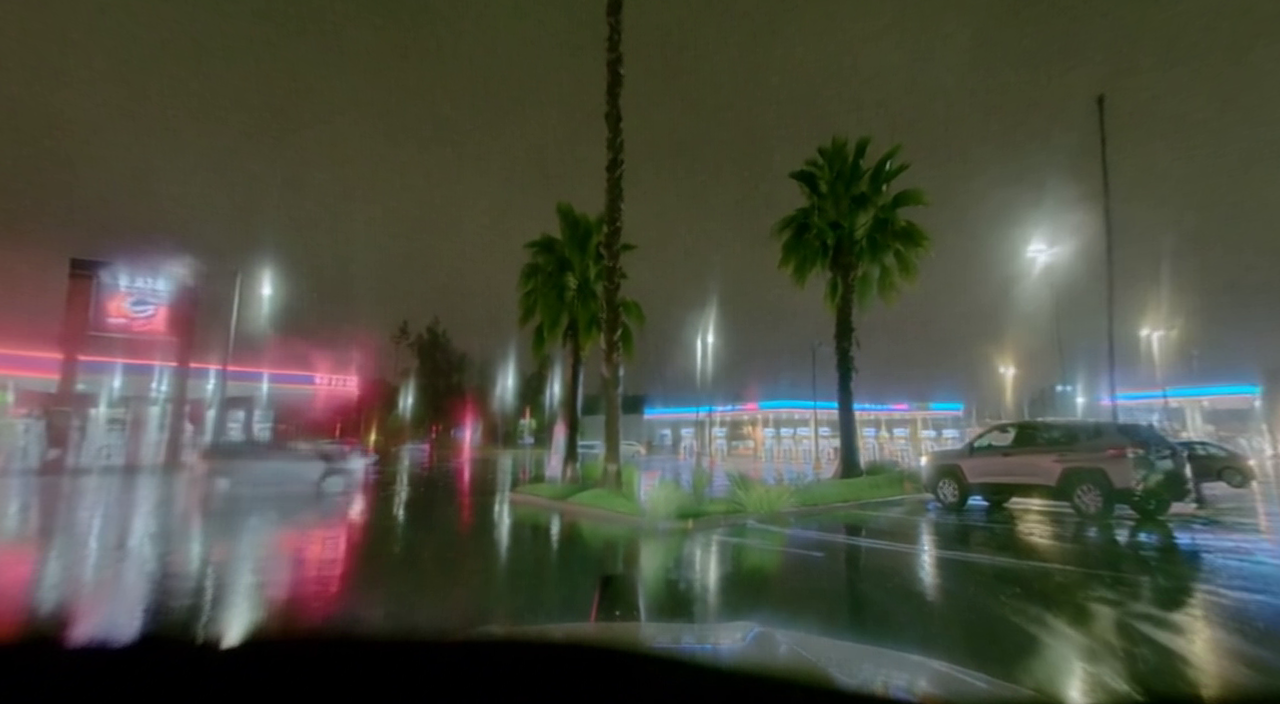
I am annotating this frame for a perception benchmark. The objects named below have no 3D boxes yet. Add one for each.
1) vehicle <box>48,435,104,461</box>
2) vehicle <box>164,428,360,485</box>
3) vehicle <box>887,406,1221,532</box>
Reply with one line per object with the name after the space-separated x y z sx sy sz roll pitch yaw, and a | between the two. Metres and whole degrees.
-34.082 5.812 38.257 1.901 1.463 3.948 5 -10 -33 | vehicle
-11.160 3.079 18.889 4.758 1.497 1.856 6 -10 -34 | vehicle
7.423 2.090 11.903 2.028 1.850 4.731 6 -10 -35 | vehicle
